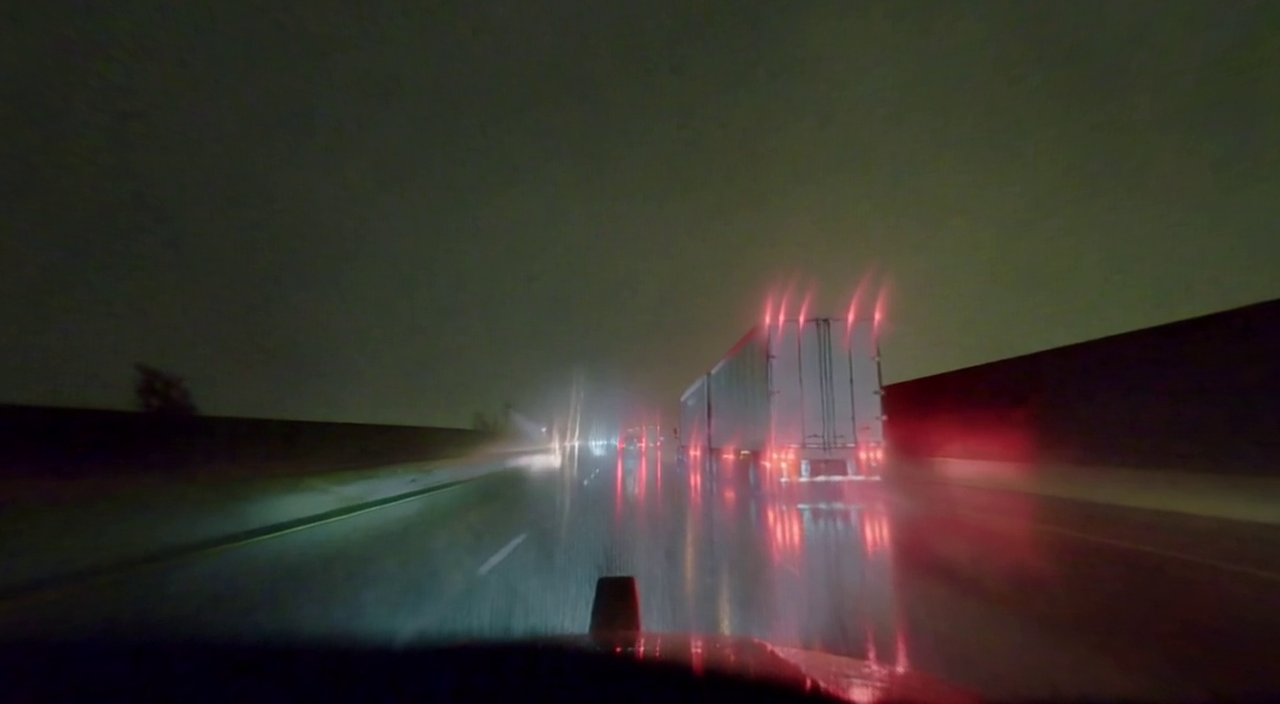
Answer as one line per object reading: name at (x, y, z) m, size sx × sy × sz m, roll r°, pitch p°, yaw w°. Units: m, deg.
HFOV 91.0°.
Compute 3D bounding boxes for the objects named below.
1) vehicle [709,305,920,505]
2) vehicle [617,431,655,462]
vehicle at (3.917, 1.624, 16.843) m, size 2.967 × 3.961 × 8.660 m, roll 0°, pitch -8°, yaw -1°
vehicle at (-0.290, 6.475, 43.195) m, size 2.456 × 2.007 × 4.728 m, roll 0°, pitch -8°, yaw -1°
